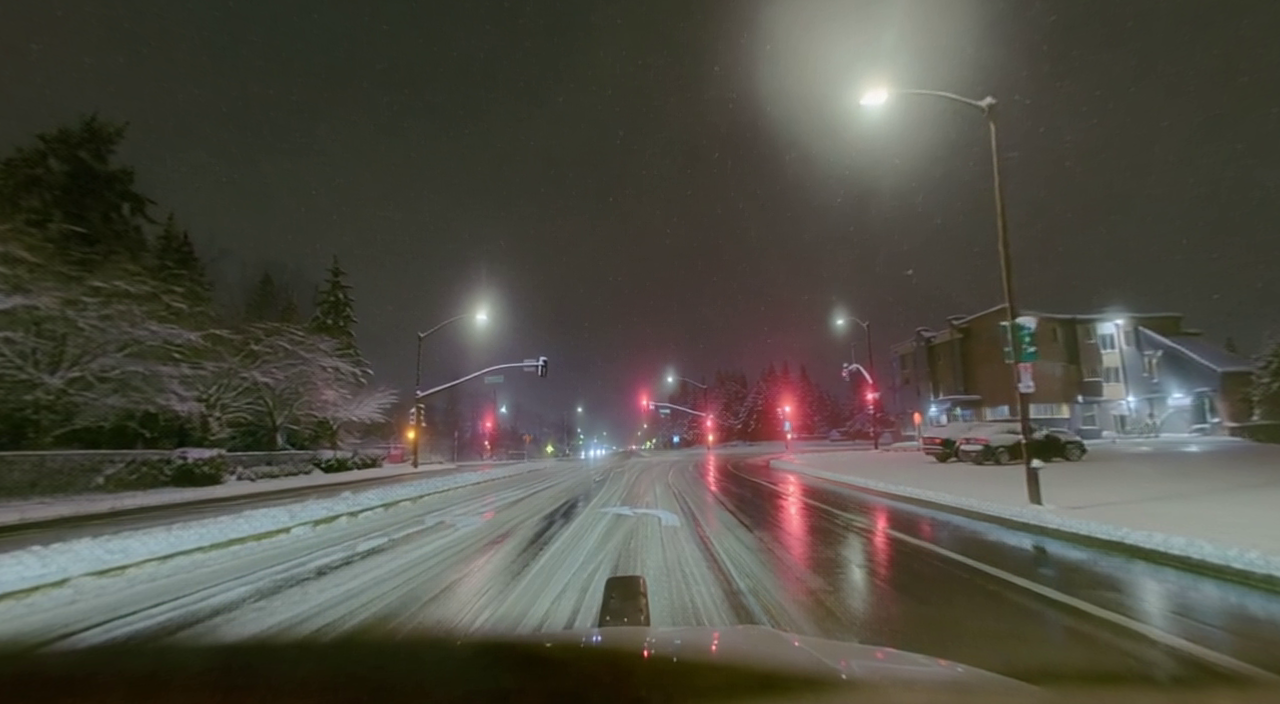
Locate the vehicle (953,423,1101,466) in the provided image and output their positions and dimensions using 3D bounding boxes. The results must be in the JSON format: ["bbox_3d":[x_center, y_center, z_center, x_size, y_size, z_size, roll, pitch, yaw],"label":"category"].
[{"bbox_3d":[14.068,3.390,23.122,4.167,1.476,1.871,0,-9,-1],"label":"vehicle"}]
